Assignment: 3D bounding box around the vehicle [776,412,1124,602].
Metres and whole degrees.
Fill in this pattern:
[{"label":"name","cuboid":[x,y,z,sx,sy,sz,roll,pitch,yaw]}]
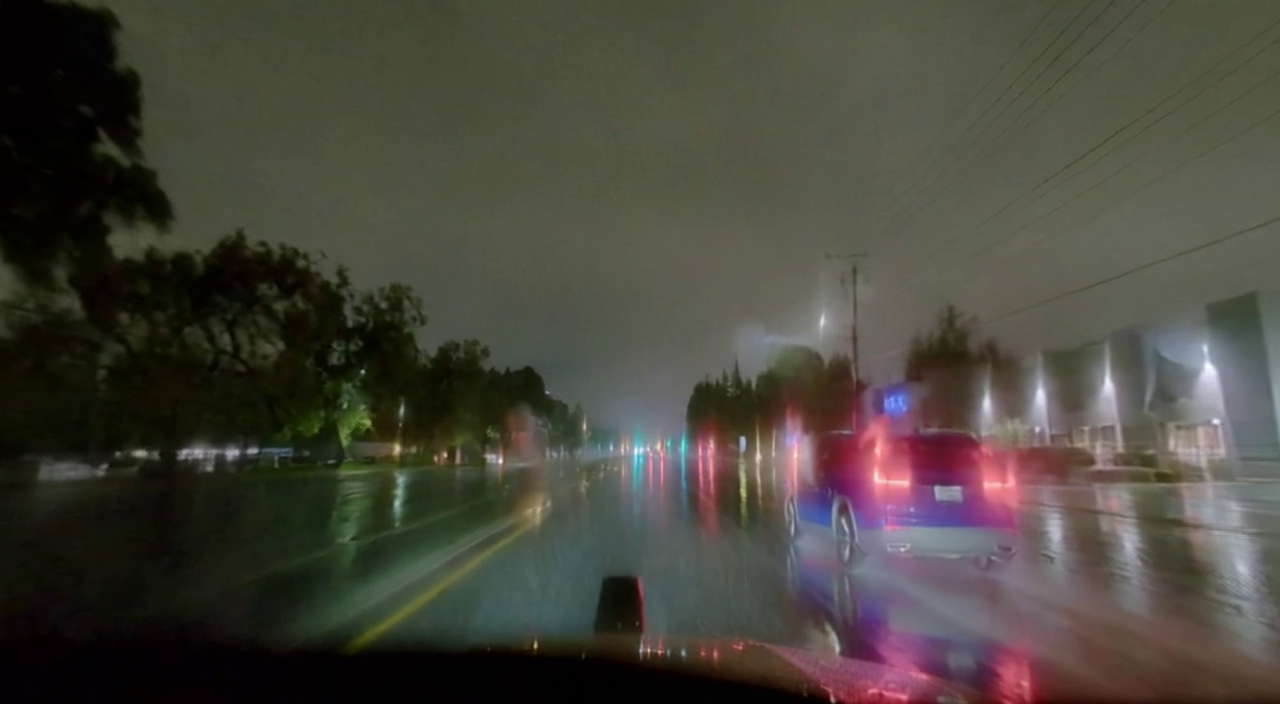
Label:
[{"label":"vehicle","cuboid":[3.220,1.721,7.819,2.060,1.665,4.284,0,-9,-1]}]
